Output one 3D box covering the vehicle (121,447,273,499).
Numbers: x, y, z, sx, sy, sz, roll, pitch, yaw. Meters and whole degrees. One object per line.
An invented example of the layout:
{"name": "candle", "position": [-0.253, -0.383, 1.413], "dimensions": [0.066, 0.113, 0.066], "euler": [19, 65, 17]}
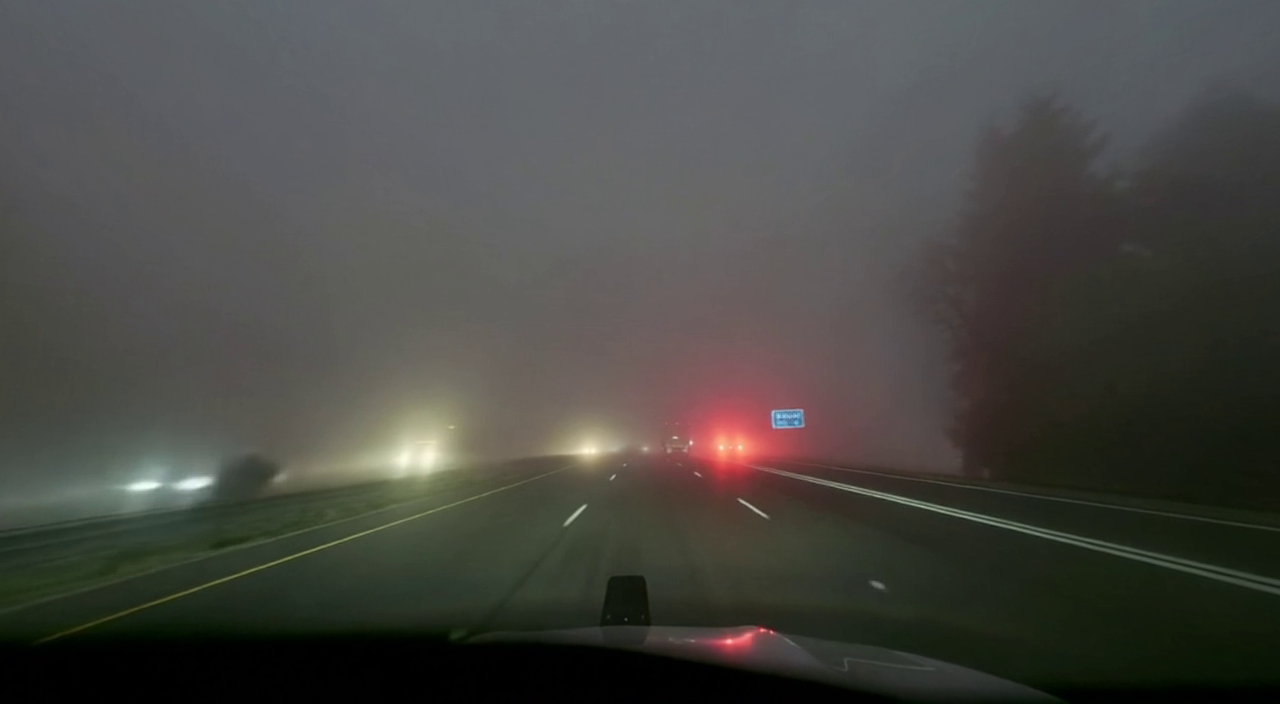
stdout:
{"name": "vehicle", "position": [-15.193, 4.124, 21.943], "dimensions": [1.905, 1.556, 4.576], "euler": [0, -8, 1]}
